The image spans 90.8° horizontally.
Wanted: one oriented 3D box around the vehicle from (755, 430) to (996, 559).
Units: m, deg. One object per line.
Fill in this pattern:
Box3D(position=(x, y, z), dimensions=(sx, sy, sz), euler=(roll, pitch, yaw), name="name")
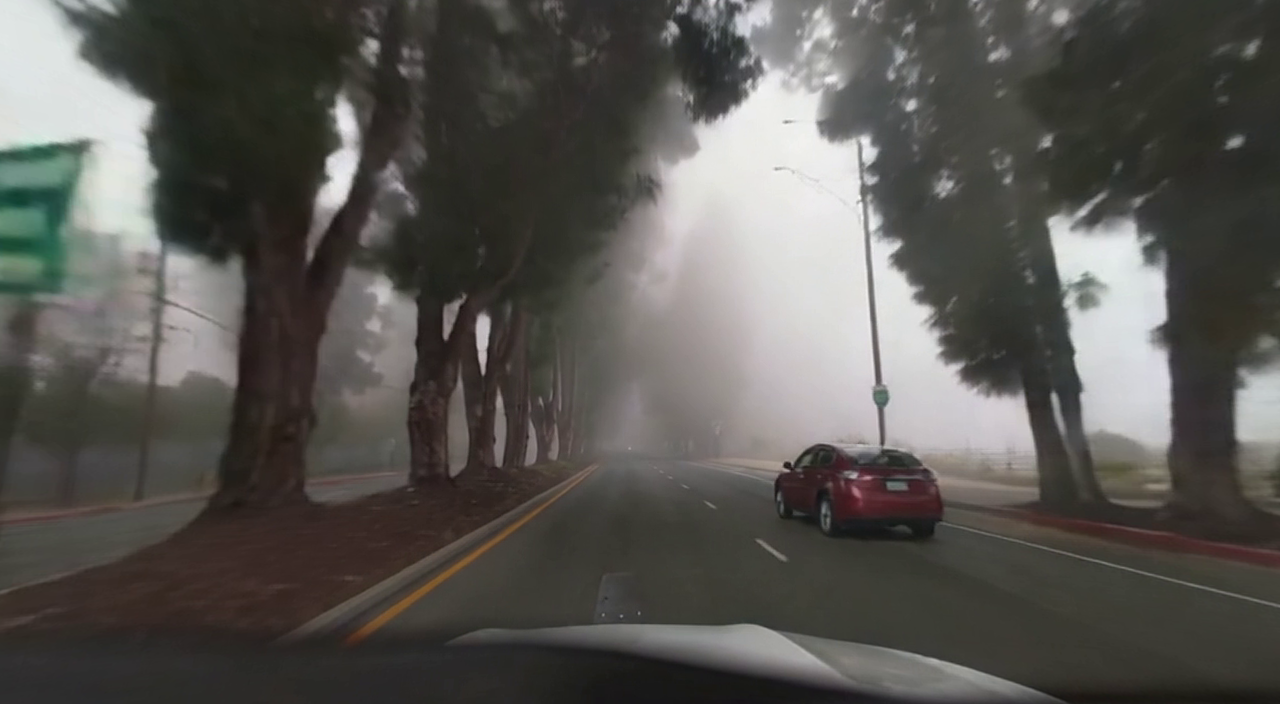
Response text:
Box3D(position=(3.224, 2.040, 9.779), dimensions=(1.985, 1.529, 4.316), euler=(0, -9, -1), name="vehicle")
